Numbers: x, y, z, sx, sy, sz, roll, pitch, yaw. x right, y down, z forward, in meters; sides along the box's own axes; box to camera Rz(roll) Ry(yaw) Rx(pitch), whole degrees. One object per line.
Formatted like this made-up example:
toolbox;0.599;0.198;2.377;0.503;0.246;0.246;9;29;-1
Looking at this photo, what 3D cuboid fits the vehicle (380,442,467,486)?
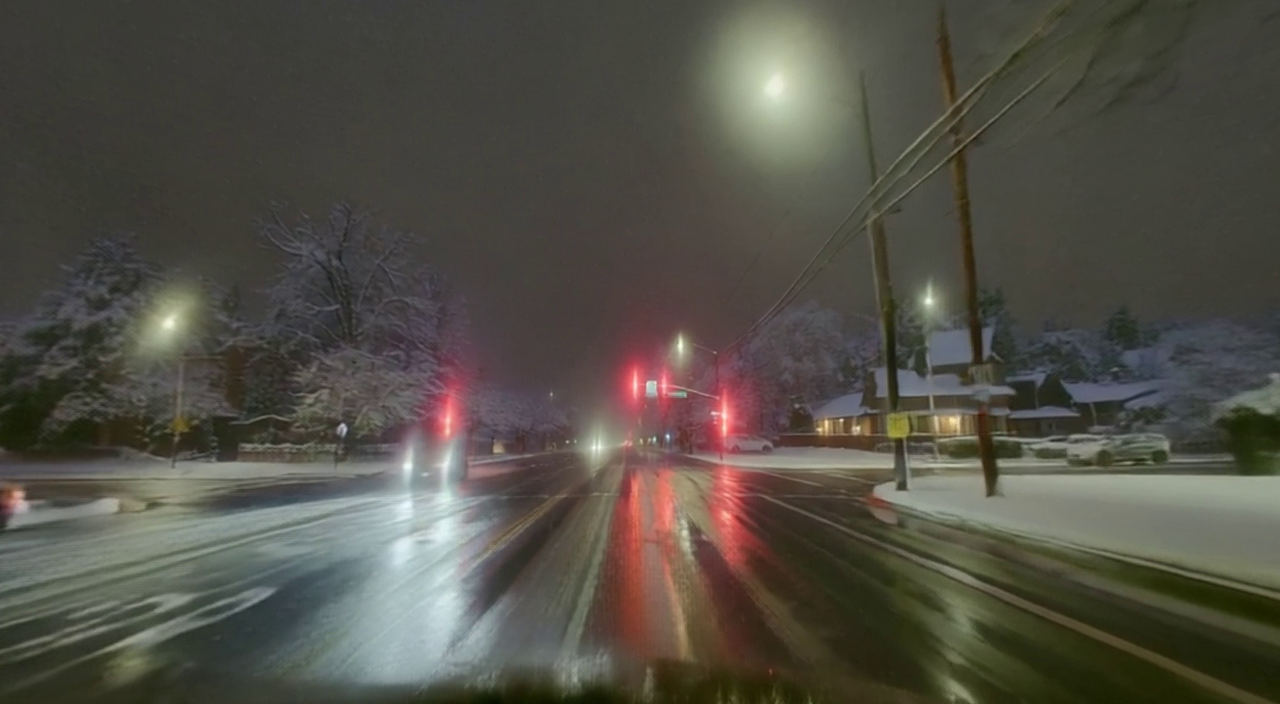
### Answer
vehicle;-8.049;4.165;23.860;1.869;1.497;3.768;0;-8;1
